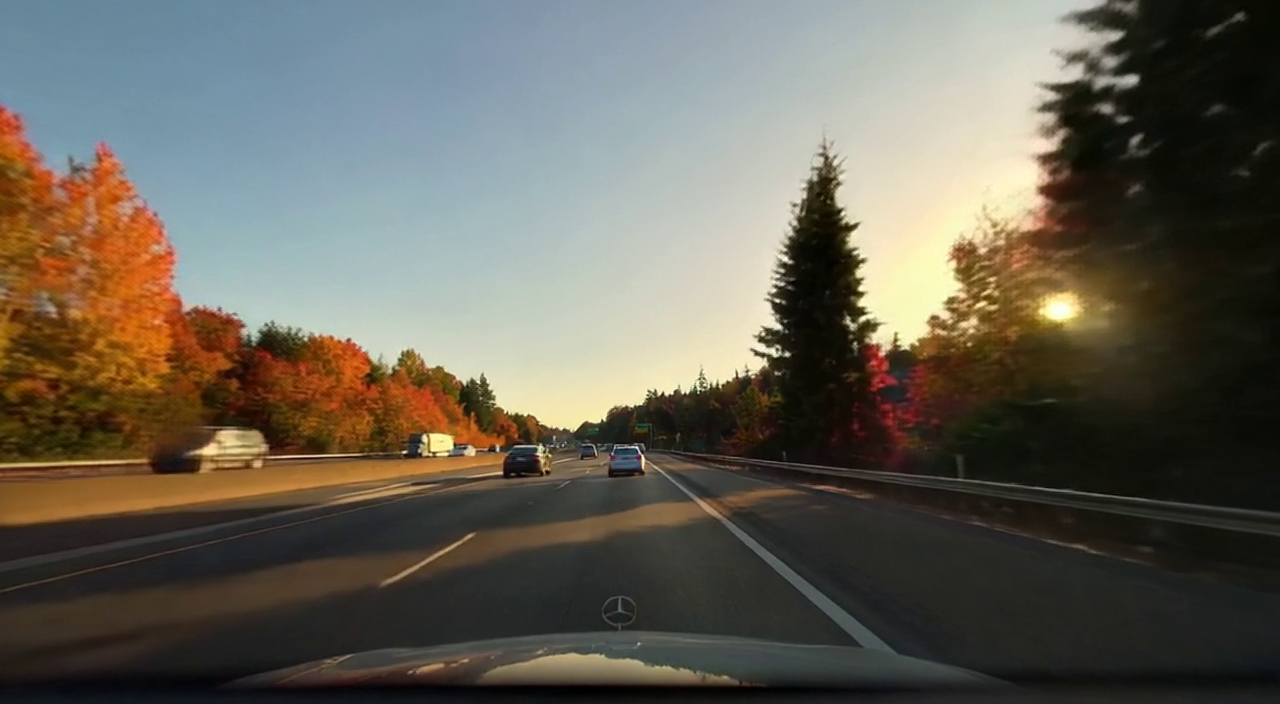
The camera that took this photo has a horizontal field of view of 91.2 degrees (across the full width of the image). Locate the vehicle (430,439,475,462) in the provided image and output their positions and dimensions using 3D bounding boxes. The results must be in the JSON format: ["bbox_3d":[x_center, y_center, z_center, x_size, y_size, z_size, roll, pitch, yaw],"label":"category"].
[{"bbox_3d":[-14.017,7.424,47.048,2.003,1.594,4.599,-1,-9,0],"label":"vehicle"}]

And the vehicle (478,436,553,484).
[{"bbox_3d":[-4.775,4.217,24.763,1.974,1.688,4.727,-1,-9,0],"label":"vehicle"}]

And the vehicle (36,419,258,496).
[{"bbox_3d":[-12.348,2.705,16.219,2.032,1.672,4.515,-1,-9,0],"label":"vehicle"}]

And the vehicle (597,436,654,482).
[{"bbox_3d":[-0.579,4.276,25.295,2.115,1.661,4.049,0,-9,-1],"label":"vehicle"}]
